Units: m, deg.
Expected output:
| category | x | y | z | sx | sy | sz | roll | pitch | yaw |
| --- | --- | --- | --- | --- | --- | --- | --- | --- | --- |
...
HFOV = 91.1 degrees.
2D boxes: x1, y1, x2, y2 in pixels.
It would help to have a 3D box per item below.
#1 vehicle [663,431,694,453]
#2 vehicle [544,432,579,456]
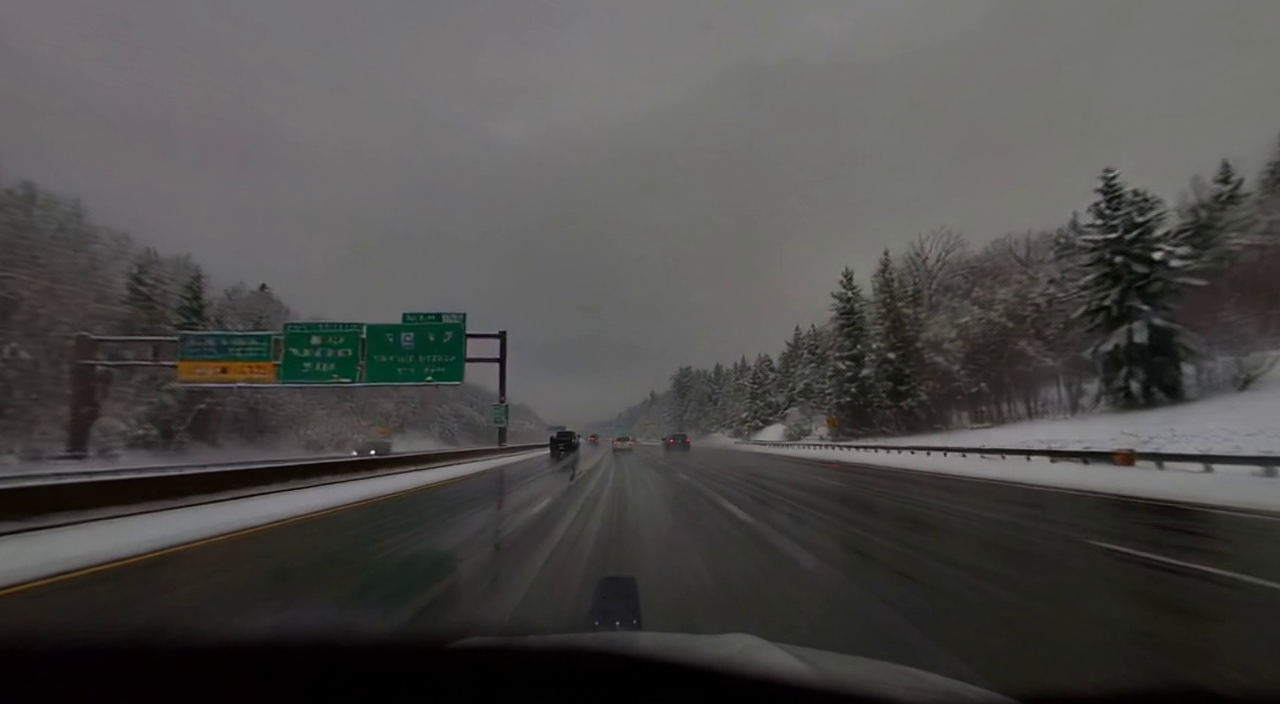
| category | x | y | z | sx | sy | sz | roll | pitch | yaw |
| --- | --- | --- | --- | --- | --- | --- | --- | --- | --- |
| vehicle | 3.017 | 7.115 | 49.920 | 2.066 | 1.673 | 4.225 | 0 | -8 | -2 |
| vehicle | -5.544 | 6.544 | 44.821 | 2.119 | 1.629 | 3.946 | 0 | -8 | -1 |
